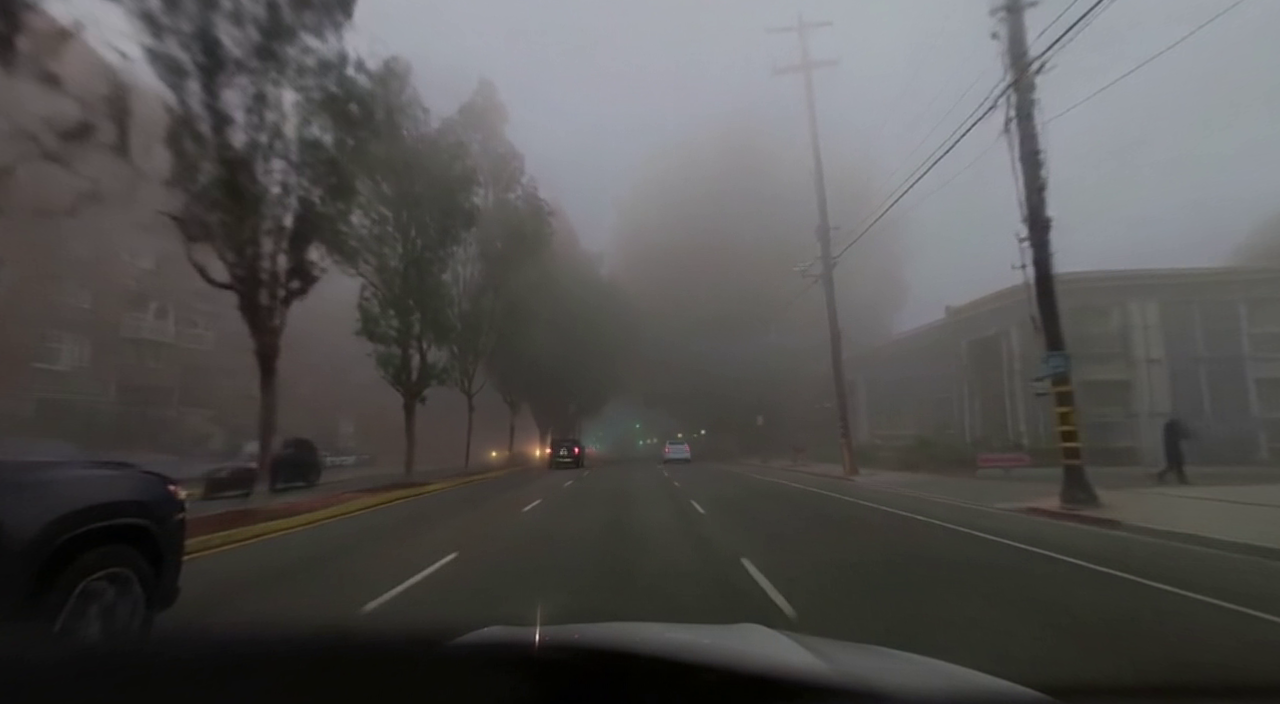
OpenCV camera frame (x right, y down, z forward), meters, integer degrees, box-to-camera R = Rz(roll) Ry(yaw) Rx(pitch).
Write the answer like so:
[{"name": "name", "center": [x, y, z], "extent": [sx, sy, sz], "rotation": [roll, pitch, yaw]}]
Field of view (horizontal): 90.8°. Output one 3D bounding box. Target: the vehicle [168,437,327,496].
[{"name": "vehicle", "center": [-12.101, 3.509, 19.956], "extent": [1.966, 1.643, 4.688], "rotation": [0, -8, 0]}]

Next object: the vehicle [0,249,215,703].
[{"name": "vehicle", "center": [-3.438, 0.418, 0.743], "extent": [2.225, 1.984, 5.168], "rotation": [0, -8, 0]}]

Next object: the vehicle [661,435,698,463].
[{"name": "vehicle", "center": [2.482, 6.242, 40.797], "extent": [2.018, 1.719, 4.369], "rotation": [0, -8, -1]}]

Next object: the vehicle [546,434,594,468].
[{"name": "vehicle", "center": [-3.749, 5.382, 34.596], "extent": [2.083, 1.685, 4.069], "rotation": [0, -8, 1]}]

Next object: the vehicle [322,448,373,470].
[{"name": "vehicle", "center": [-22.881, 8.351, 49.666], "extent": [1.918, 1.586, 4.366], "rotation": [0, -8, 0]}]
